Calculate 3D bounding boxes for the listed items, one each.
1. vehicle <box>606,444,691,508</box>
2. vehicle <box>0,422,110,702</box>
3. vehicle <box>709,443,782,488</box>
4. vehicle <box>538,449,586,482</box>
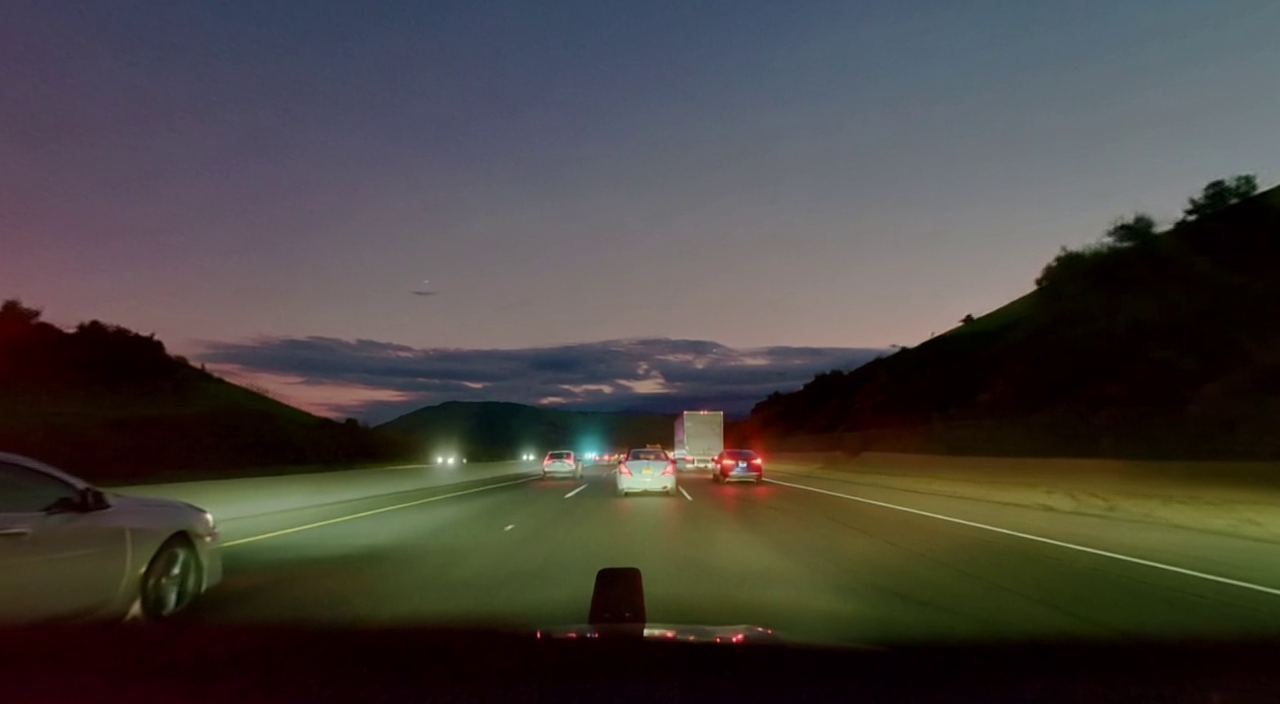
[{"bbox_3d":[0.217,3.254,16.912,2.041,1.484,3.535,0,-9,0],"label":"vehicle"},{"bbox_3d":[-4.450,0.891,1.835,1.920,1.506,4.454,0,-9,0],"label":"vehicle"},{"bbox_3d":[4.048,4.460,25.035,2.029,1.579,4.484,0,-9,-1],"label":"vehicle"},{"bbox_3d":[-3.787,5.579,31.214,1.848,1.486,3.832,0,-9,1],"label":"vehicle"}]
